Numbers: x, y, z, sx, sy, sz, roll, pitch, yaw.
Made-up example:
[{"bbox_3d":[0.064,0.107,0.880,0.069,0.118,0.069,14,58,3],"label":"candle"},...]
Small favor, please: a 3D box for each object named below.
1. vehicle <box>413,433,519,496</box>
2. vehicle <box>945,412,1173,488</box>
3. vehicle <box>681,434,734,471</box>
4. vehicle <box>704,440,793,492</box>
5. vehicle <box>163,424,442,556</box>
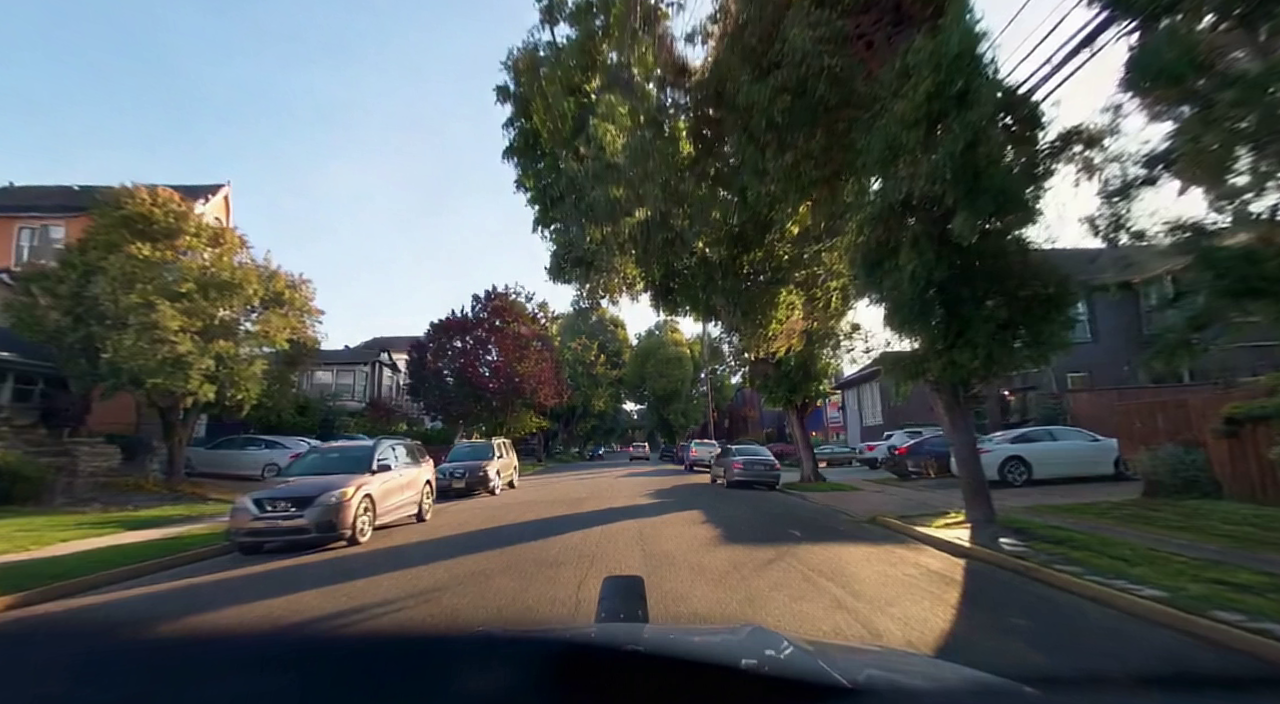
[{"bbox_3d":[-5.280,3.480,19.849,2.103,1.731,4.197,0,-9,0],"label":"vehicle"},{"bbox_3d":[11.387,2.673,17.435,4.776,1.602,1.968,-4,-8,0],"label":"vehicle"},{"bbox_3d":[3.500,5.362,33.884,2.280,1.820,5.001,0,-8,0],"label":"vehicle"},{"bbox_3d":[3.384,3.673,20.787,2.008,1.482,4.891,0,-8,-1],"label":"vehicle"},{"bbox_3d":[-5.396,2.169,11.097,2.275,1.781,4.682,1,-7,0],"label":"vehicle"}]
